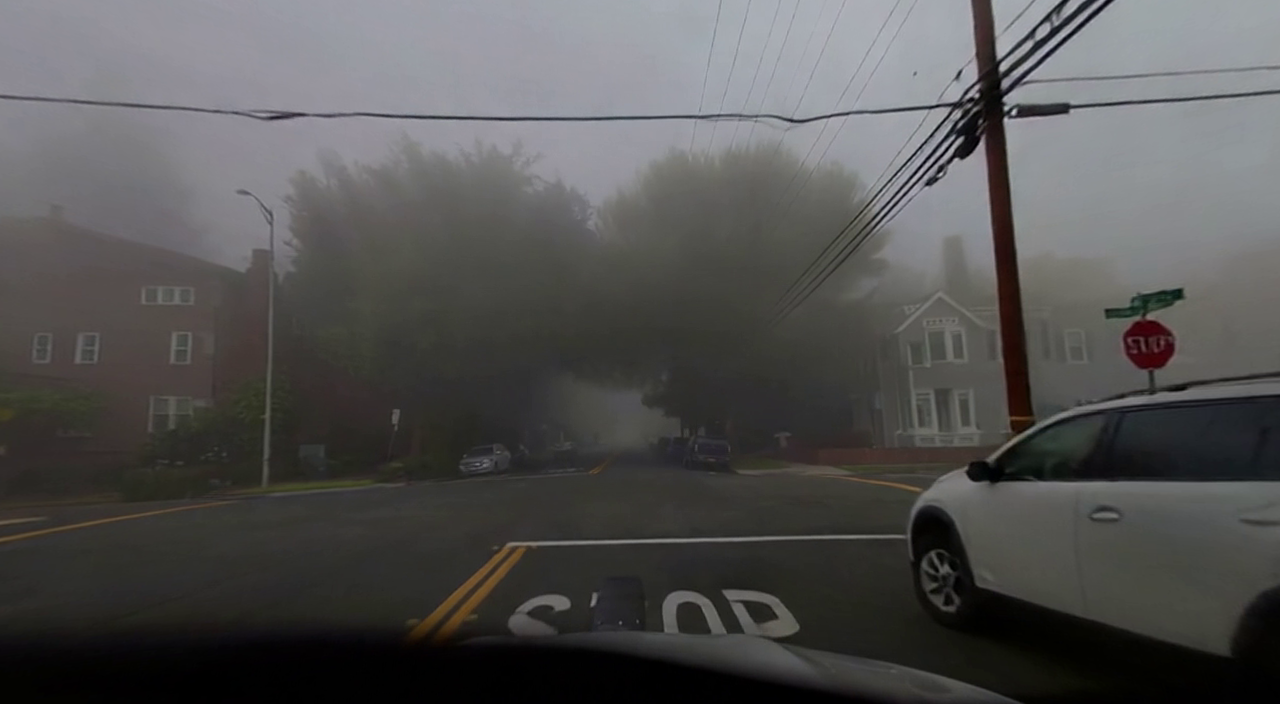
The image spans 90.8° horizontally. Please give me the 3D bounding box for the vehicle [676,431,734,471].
[{"bbox_3d":[2.978,4.659,29.908,2.114,1.708,4.474,0,-8,-2],"label":"vehicle"}]

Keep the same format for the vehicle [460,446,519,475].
[{"bbox_3d":[-7.320,5.300,31.132,1.926,1.307,3.909,0,-9,0],"label":"vehicle"}]

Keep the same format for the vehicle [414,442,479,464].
[{"bbox_3d":[-13.533,7.087,44.337,3.905,1.480,1.892,0,-9,-1],"label":"vehicle"}]

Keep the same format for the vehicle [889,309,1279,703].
[{"bbox_3d":[3.168,0.850,3.046,2.035,1.708,4.355,0,-9,-2],"label":"vehicle"}]
